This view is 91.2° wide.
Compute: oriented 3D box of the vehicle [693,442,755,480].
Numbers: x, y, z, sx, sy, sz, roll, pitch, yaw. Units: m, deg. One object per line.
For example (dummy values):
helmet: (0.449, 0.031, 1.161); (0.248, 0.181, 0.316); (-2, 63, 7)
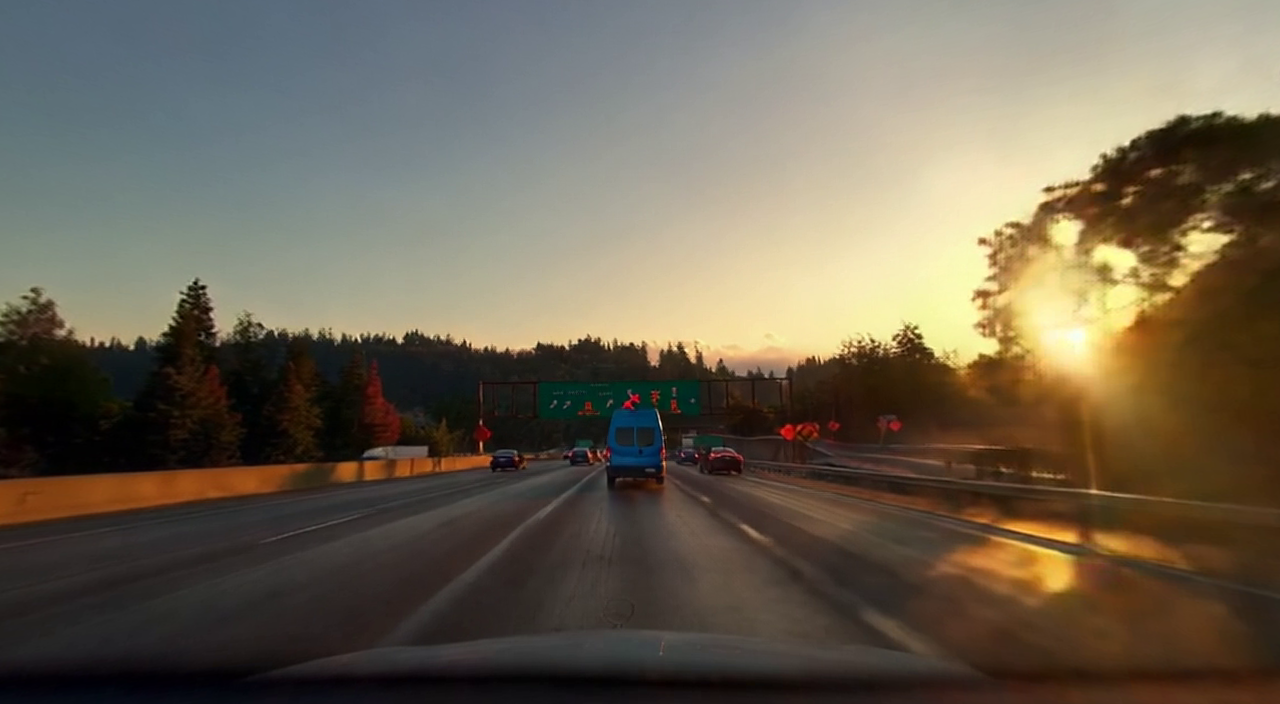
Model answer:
vehicle: (3.563, 4.719, 27.410); (2.015, 1.491, 4.732); (0, -9, -1)

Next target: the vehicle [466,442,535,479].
vehicle: (-6.141, 4.838, 28.171); (2.003, 1.498, 4.386); (-1, -9, 1)

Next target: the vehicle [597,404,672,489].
vehicle: (-0.232, 3.252, 21.647); (2.268, 2.551, 5.144); (0, -9, -1)
